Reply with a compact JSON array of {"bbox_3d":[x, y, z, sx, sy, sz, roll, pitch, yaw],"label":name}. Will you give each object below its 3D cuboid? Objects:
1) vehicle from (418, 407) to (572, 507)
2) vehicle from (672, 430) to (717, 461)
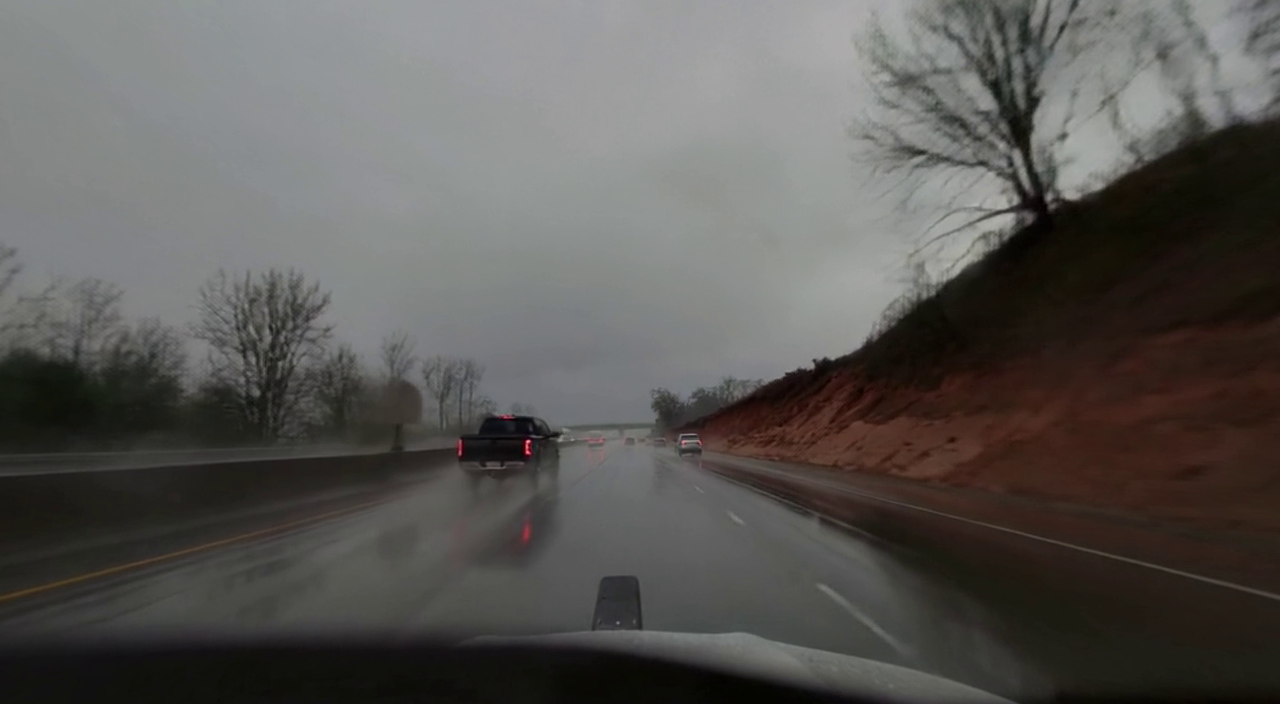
[{"bbox_3d":[-2.846,2.196,13.631,2.185,1.772,4.656,0,-8,1],"label":"vehicle"},{"bbox_3d":[3.191,5.583,37.655,2.124,1.696,4.173,0,-8,-2],"label":"vehicle"}]
